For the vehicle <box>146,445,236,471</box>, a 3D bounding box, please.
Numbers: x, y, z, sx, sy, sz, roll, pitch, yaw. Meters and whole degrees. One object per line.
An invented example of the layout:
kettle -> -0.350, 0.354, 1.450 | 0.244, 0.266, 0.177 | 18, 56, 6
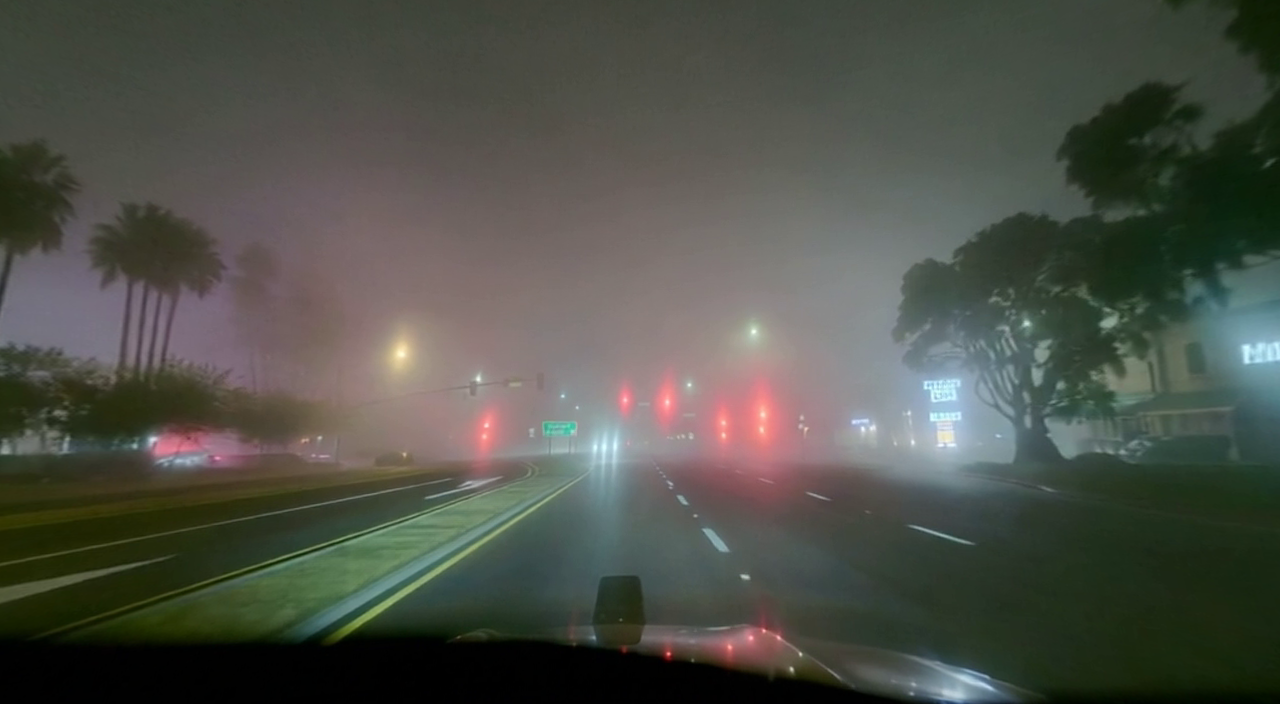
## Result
vehicle -> -31.724, 7.464, 44.895 | 2.099, 1.731, 5.736 | 0, -8, 1

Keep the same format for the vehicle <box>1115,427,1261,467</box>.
vehicle -> 25.590, 4.455, 29.636 | 4.918, 1.814, 2.014 | 0, -8, 0

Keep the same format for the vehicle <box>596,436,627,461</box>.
vehicle -> -2.071, 6.858, 44.983 | 1.990, 1.639, 3.885 | 1, -8, -6
